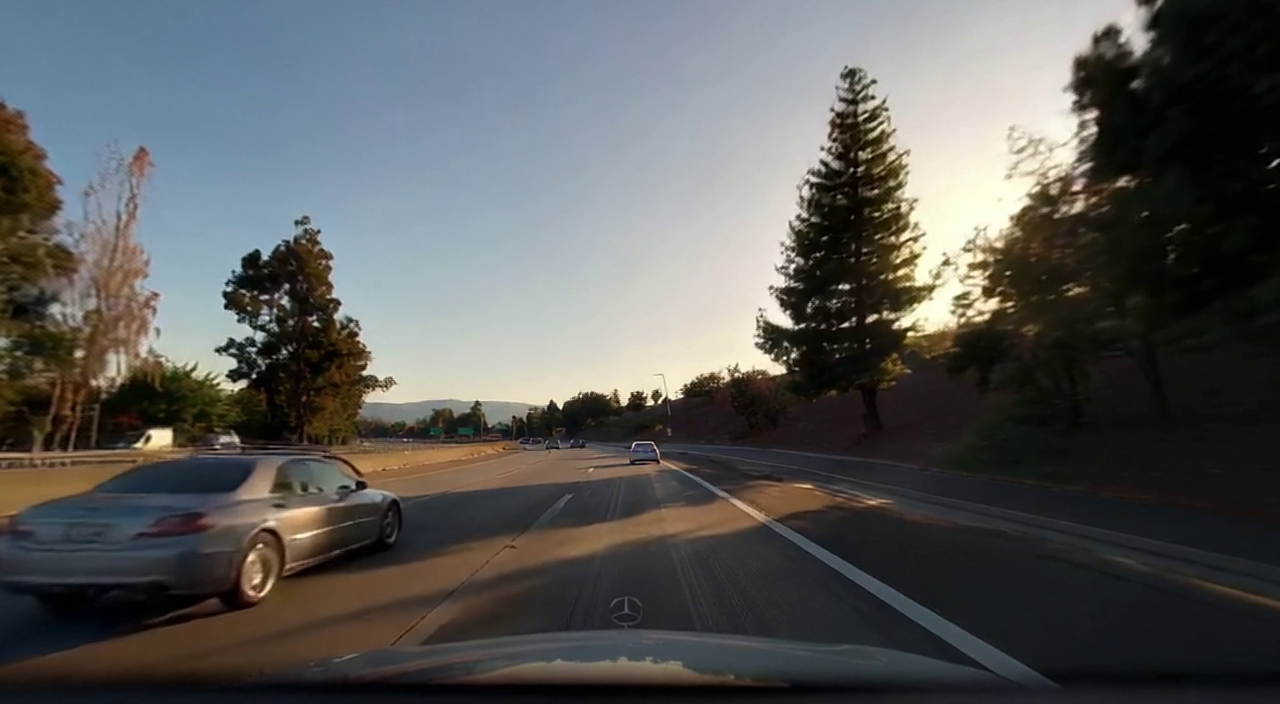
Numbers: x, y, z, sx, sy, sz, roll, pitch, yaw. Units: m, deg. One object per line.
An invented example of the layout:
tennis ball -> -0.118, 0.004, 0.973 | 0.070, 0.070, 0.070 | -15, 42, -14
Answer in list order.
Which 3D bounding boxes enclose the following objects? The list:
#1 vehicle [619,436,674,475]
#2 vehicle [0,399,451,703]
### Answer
vehicle -> 0.167, 4.145, 25.387 | 2.051, 1.444, 3.927 | 0, -9, -2
vehicle -> -3.643, 1.376, 5.738 | 2.246, 1.519, 4.980 | 0, -9, 1
